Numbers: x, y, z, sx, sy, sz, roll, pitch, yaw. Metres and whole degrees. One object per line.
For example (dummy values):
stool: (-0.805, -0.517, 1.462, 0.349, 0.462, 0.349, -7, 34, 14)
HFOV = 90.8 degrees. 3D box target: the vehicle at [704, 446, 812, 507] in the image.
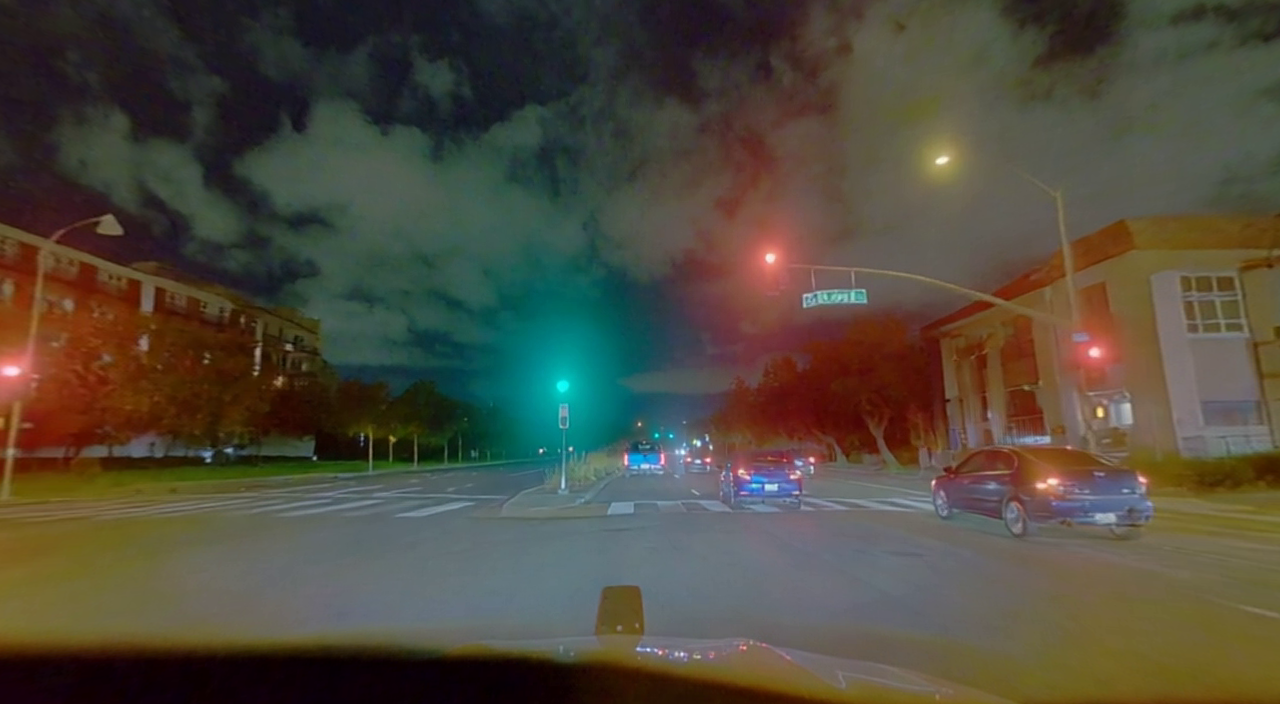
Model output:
vehicle: (3.123, 3.377, 17.669, 2.057, 1.463, 4.365, 0, -8, -2)

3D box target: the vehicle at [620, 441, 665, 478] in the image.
vehicle: (0.113, 5.903, 34.945, 2.344, 1.883, 4.572, 0, -8, 0)

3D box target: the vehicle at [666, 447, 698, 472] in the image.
vehicle: (3.117, 8.097, 47.931, 2.013, 1.742, 4.424, 0, -8, -2)

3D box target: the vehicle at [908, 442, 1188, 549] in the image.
vehicle: (6.684, 2.349, 11.163, 1.855, 1.469, 4.598, 0, -8, 0)
